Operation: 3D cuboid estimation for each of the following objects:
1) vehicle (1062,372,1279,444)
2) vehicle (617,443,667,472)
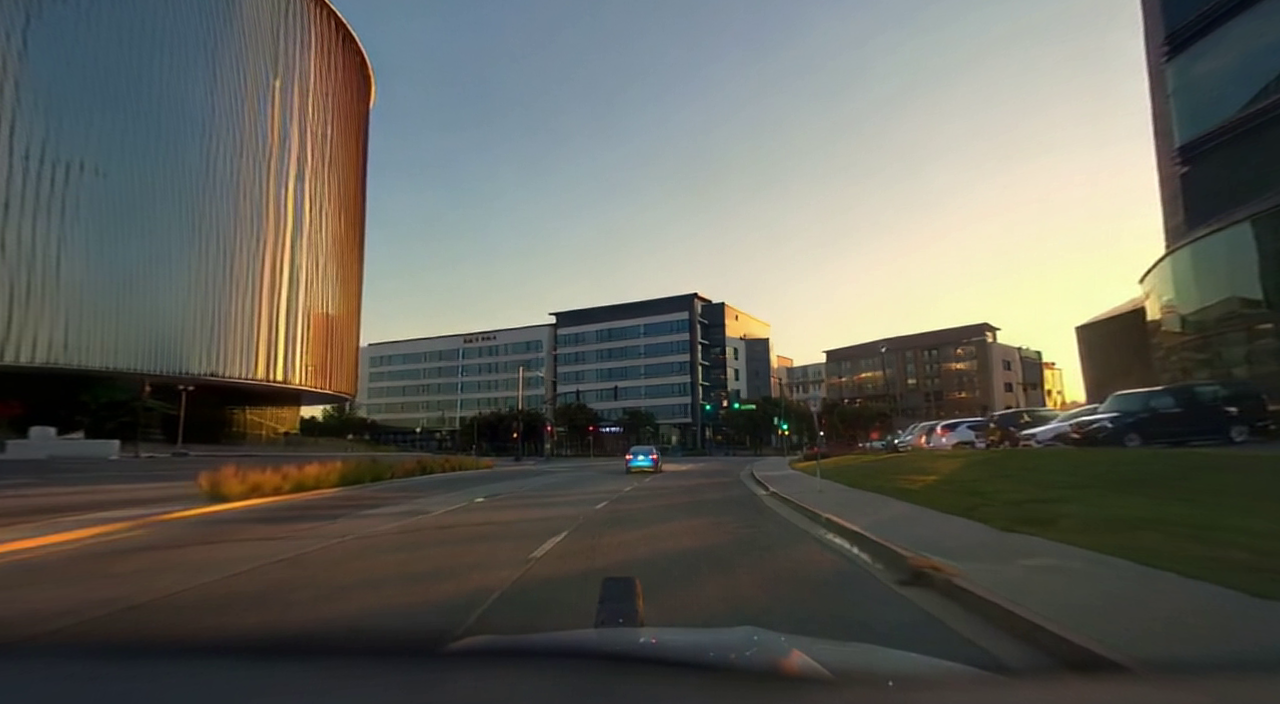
[{"bbox_3d":[14.071,1.505,16.393,4.586,1.716,1.992,-1,-9,3],"label":"vehicle"},{"bbox_3d":[0.206,5.742,34.509,1.971,1.486,4.380,-2,-9,11],"label":"vehicle"}]
